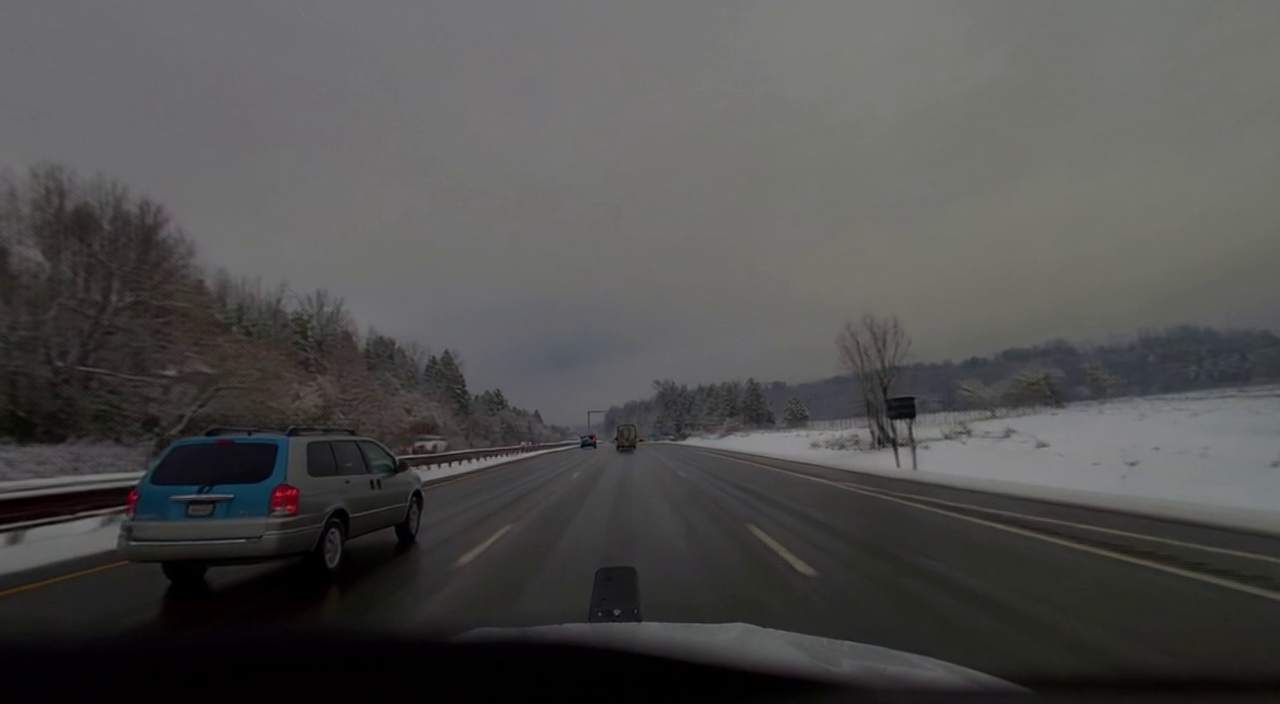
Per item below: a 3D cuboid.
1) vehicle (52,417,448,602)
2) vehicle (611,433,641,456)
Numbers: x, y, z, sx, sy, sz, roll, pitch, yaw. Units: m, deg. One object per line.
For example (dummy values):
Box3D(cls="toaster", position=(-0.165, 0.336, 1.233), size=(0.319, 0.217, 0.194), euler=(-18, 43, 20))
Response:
Box3D(cls="vehicle", position=(-3.798, 1.559, 7.224), size=(1.931, 1.483, 4.105), euler=(0, -8, -1))
Box3D(cls="vehicle", position=(-1.004, 7.026, 47.876), size=(2.162, 1.616, 4.242), euler=(0, -8, 0))
